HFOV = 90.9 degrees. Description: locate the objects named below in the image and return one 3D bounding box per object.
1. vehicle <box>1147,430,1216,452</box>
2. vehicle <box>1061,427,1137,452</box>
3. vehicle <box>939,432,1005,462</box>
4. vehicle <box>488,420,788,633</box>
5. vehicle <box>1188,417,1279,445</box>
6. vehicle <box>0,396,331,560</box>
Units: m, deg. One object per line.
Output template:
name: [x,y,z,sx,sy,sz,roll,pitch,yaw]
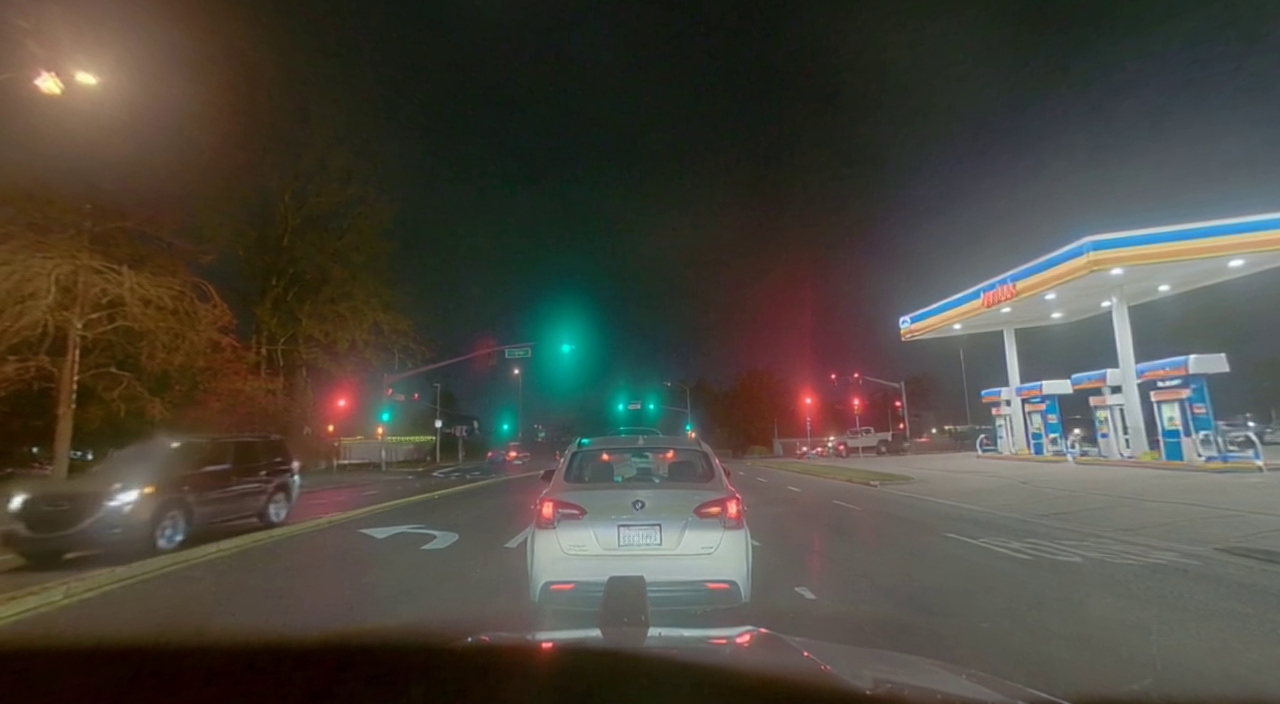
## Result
vehicle: [40.941,6.715,47.700,3.573,1.432,1.604,-3,-8,1]
vehicle: [34.790,6.627,47.845,4.294,1.557,1.744,-4,-7,1]
vehicle: [18.385,5.244,34.848,2.053,1.495,4.091,-8,-12,44]
vehicle: [-0.028,1.535,6.547,2.112,1.482,4.057,0,-8,0]
vehicle: [36.320,4.872,38.460,1.848,1.581,4.475,-1,-8,3]
vehicle: [-7.716,2.000,10.785,2.378,2.084,5.225,0,-8,-3]
